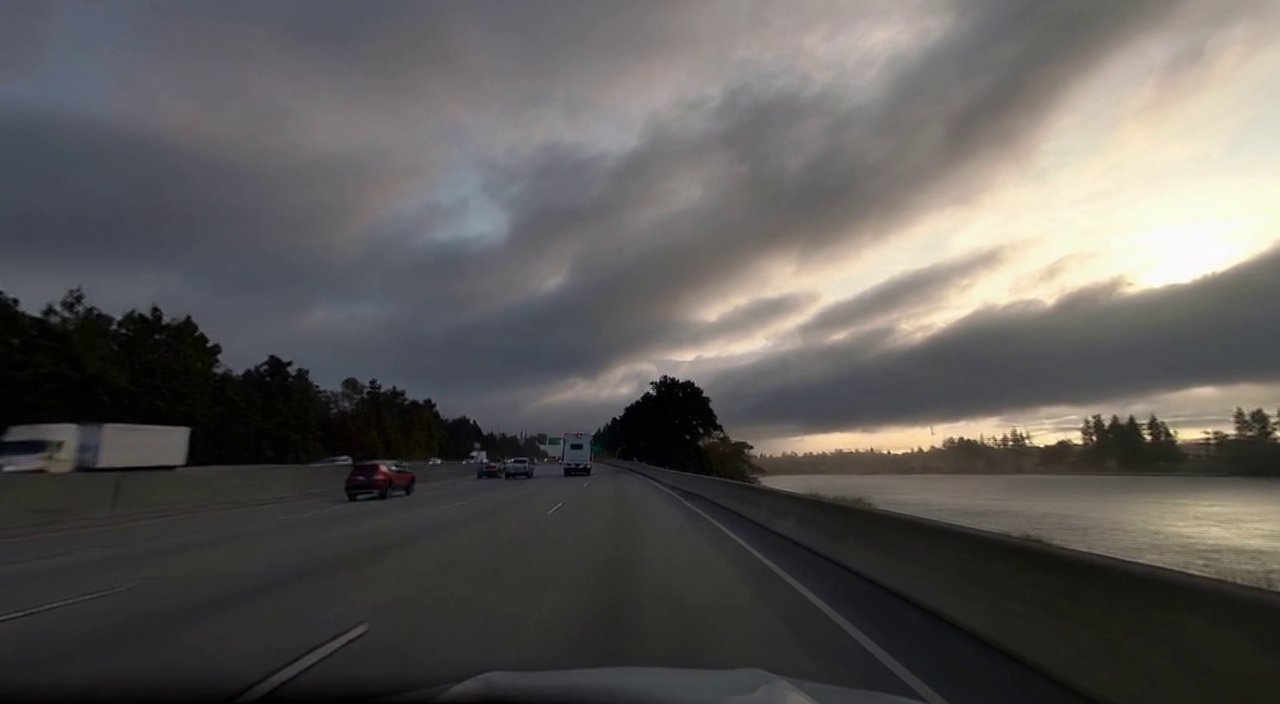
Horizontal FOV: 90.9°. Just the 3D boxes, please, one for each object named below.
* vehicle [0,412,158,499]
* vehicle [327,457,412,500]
[{"bbox_3d":[-25.195,4.420,27.317,2.618,3.213,7.693,0,-9,-2],"label":"vehicle"},{"bbox_3d":[-12.501,5.844,29.514,2.005,1.774,4.610,0,-9,-1],"label":"vehicle"}]
